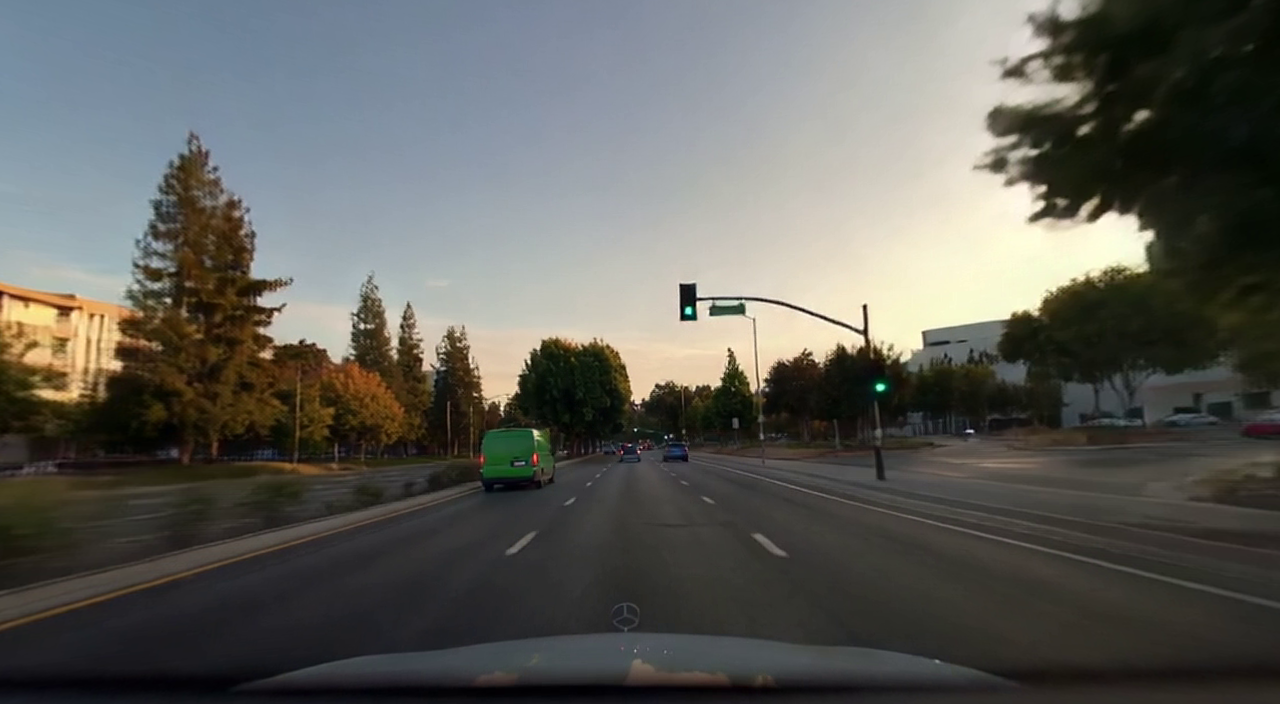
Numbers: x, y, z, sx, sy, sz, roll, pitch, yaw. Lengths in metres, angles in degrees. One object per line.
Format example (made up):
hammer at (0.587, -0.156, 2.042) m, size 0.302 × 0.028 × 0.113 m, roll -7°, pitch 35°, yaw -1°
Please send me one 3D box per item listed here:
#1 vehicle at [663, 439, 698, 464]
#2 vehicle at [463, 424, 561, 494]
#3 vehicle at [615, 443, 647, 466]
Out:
vehicle at (2.949, 7.393, 47.149) m, size 2.181 × 1.781 × 4.257 m, roll 0°, pitch -9°, yaw -2°
vehicle at (-3.771, 3.265, 19.580) m, size 2.075 × 1.863 × 4.744 m, roll 0°, pitch -9°, yaw -1°
vehicle at (-0.647, 6.977, 43.037) m, size 2.039 × 1.455 × 3.826 m, roll 0°, pitch -9°, yaw -2°
